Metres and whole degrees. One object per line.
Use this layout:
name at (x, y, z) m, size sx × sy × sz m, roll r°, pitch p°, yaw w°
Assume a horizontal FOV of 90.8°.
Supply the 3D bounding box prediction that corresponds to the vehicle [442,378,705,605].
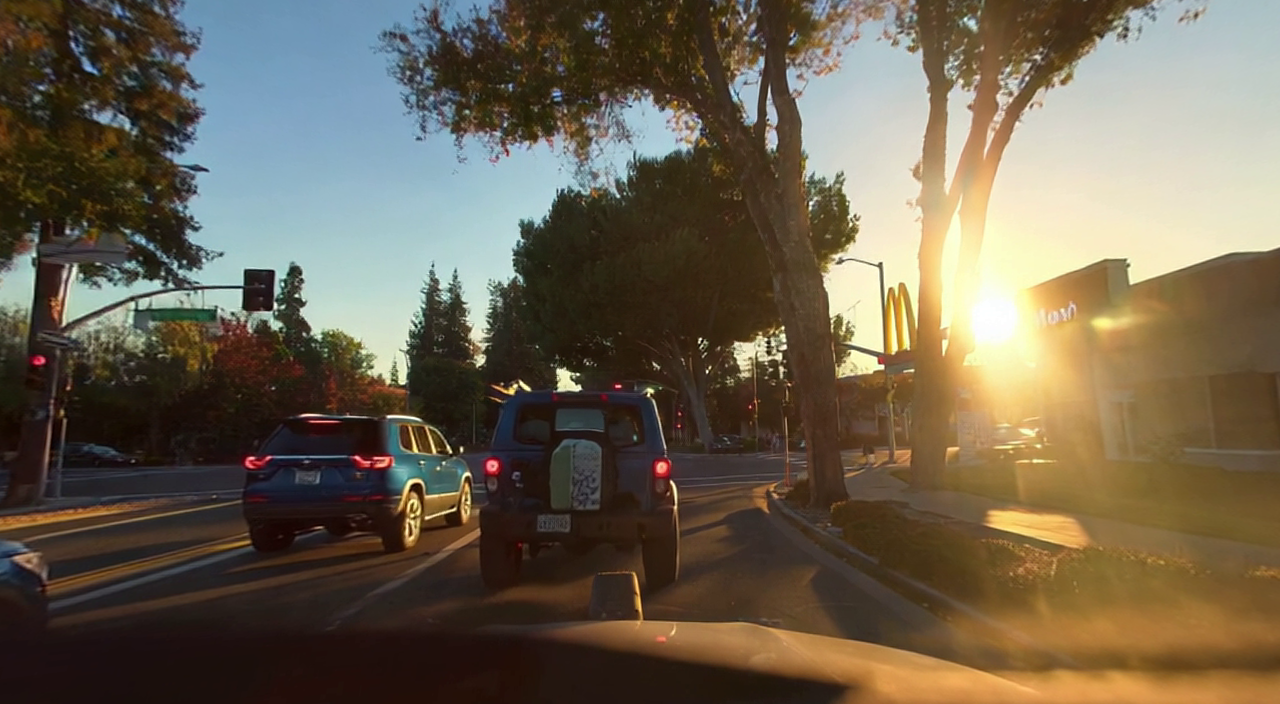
vehicle at (-0.617, 1.527, 7.787) m, size 2.224 × 1.923 × 4.643 m, roll 0°, pitch -8°, yaw -2°

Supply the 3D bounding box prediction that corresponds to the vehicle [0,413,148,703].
vehicle at (-3.891, 0.807, 1.424) m, size 1.941 × 1.479 × 4.541 m, roll 0°, pitch -8°, yaw -1°

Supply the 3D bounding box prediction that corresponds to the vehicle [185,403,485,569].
vehicle at (-3.914, 1.806, 9.259) m, size 2.130 × 1.819 × 4.497 m, roll 0°, pitch -9°, yaw 0°
